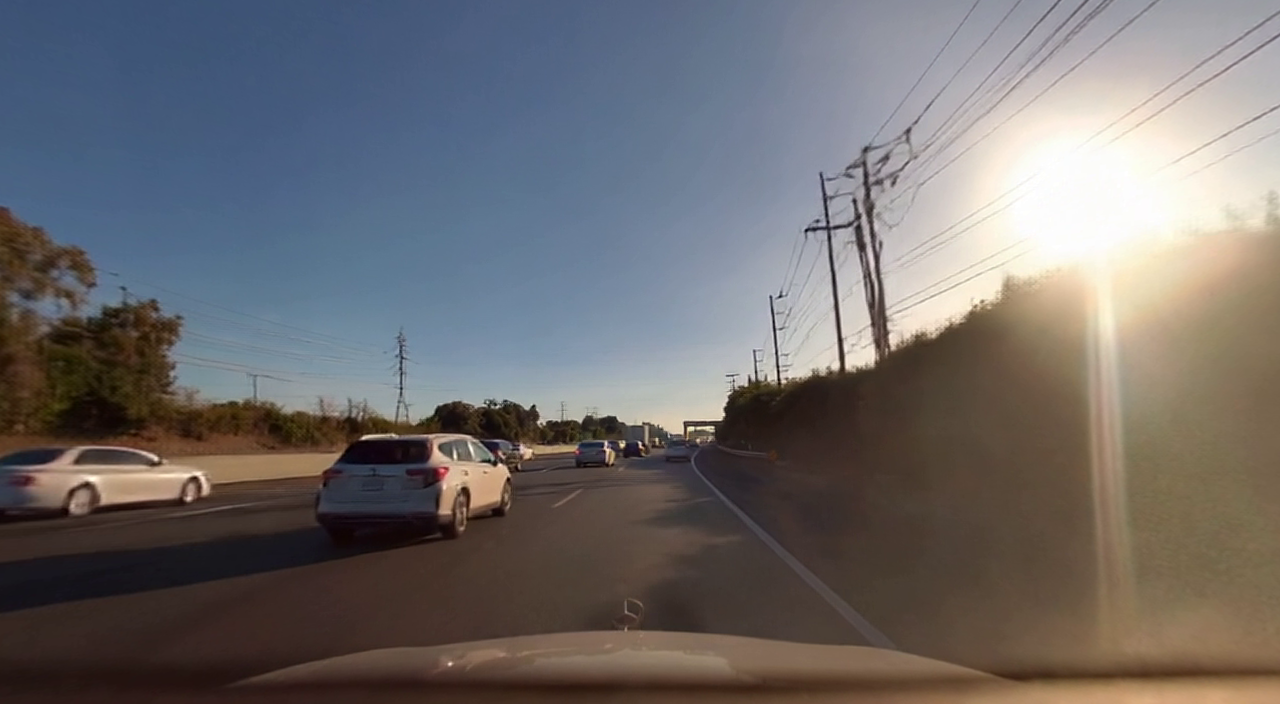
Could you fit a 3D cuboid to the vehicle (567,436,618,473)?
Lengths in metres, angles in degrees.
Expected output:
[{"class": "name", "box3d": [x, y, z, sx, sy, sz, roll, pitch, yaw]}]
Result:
[{"class": "vehicle", "box3d": [-2.271, 5.070, 31.323, 1.976, 1.688, 4.124, -1, -9, 3]}]

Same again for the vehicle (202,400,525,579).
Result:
[{"class": "vehicle", "box3d": [-3.262, 1.763, 8.923, 2.202, 1.801, 4.959, 0, -9, 2]}]

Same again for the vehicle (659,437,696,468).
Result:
[{"class": "vehicle", "box3d": [2.220, 5.859, 36.748, 2.038, 1.677, 4.219, -1, -9, 5]}]

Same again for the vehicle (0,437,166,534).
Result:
[{"class": "vehicle", "box3d": [-11.051, 2.277, 11.049, 1.954, 1.517, 4.378, 0, -9, 2]}]
